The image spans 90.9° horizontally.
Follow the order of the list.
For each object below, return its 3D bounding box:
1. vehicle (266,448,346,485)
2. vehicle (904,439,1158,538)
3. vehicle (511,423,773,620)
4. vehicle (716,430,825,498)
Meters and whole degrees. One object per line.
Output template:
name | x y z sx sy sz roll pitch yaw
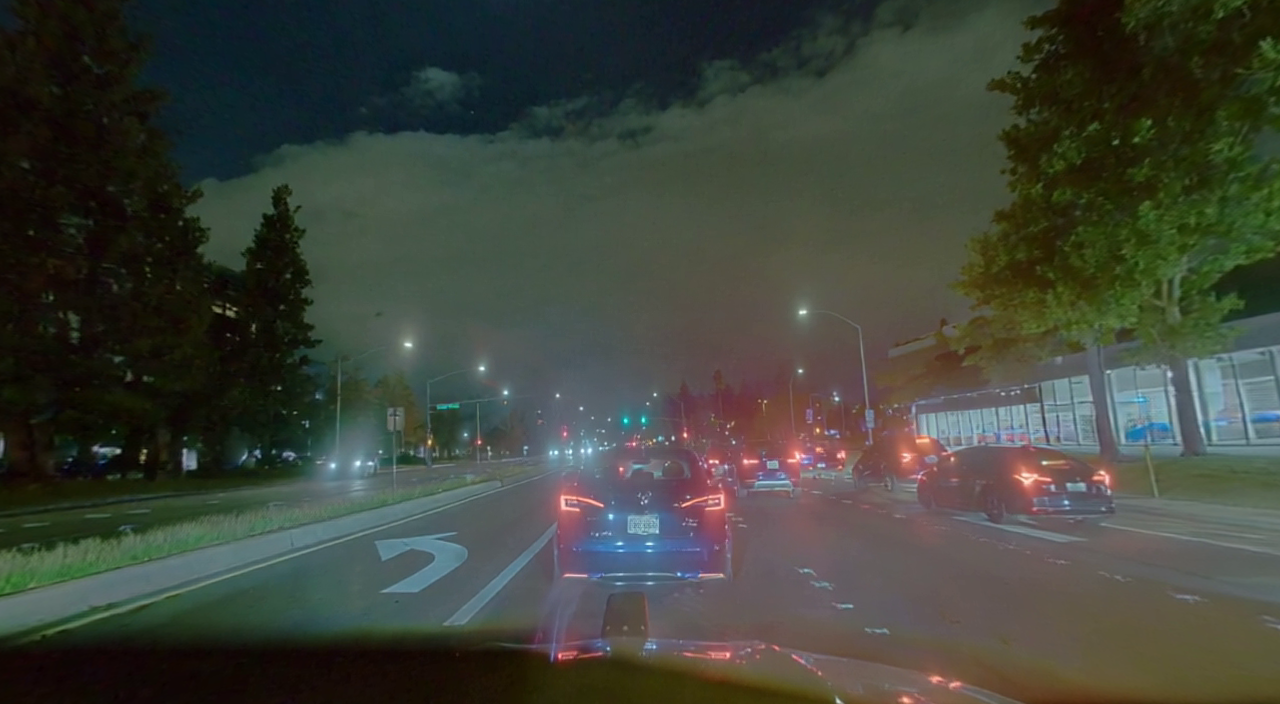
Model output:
vehicle | -17.677 5.988 33.281 4.428 1.743 2.163 -7 -11 40
vehicle | 6.848 2.394 11.785 1.911 1.468 4.417 0 -8 0
vehicle | -0.013 1.604 7.017 1.977 1.465 4.376 0 -8 -1
vehicle | 3.626 3.201 18.454 2.114 1.736 4.553 0 -8 -1
